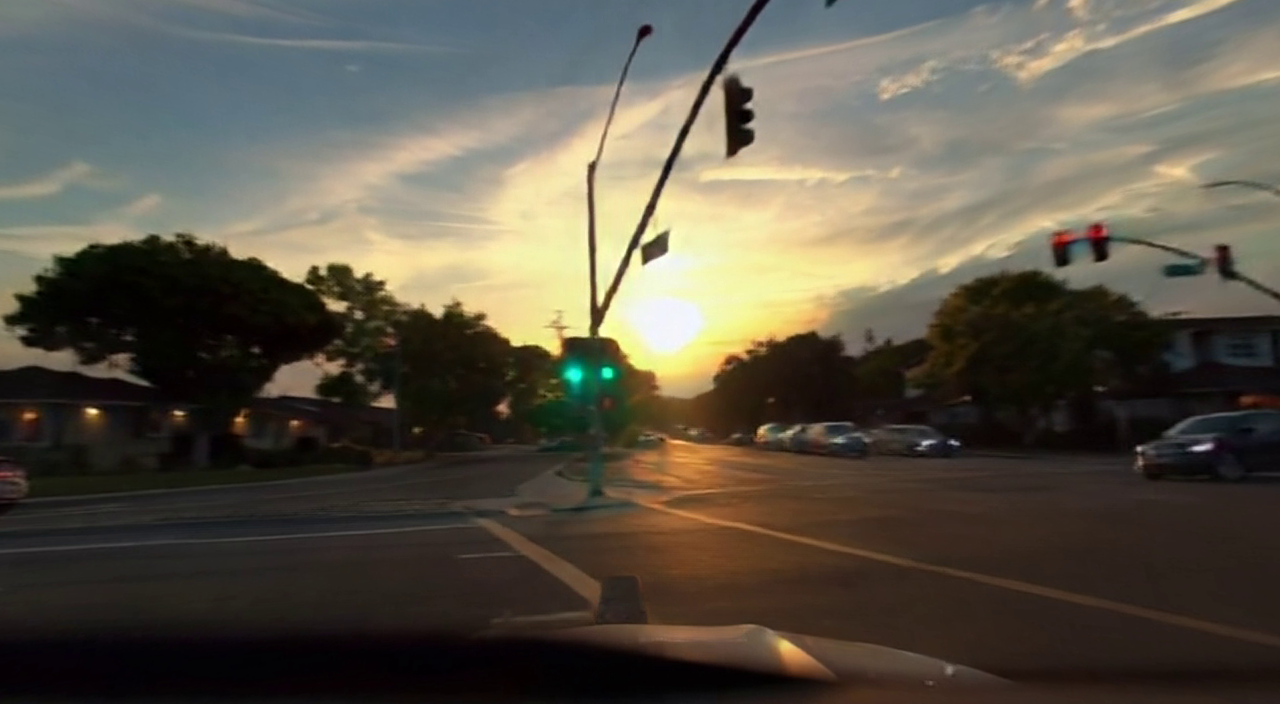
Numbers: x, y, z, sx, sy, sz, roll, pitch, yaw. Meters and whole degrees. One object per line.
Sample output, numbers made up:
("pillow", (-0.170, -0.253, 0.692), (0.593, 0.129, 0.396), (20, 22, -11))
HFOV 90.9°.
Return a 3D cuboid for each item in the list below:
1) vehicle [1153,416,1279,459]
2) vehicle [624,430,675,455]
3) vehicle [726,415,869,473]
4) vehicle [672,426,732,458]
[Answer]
("vehicle", (30.352, 4.351, 32.032), (5.840, 2.087, 2.737), (-2, -9, 13))
("vehicle", (0.616, 6.655, 46.490), (2.159, 1.734, 4.462), (3, -9, -23))
("vehicle", (5.667, 3.461, 23.769), (2.226, 1.897, 5.874), (3, -9, -21))
("vehicle", (3.814, 5.656, 39.659), (1.963, 1.850, 4.651), (3, -9, -19))
